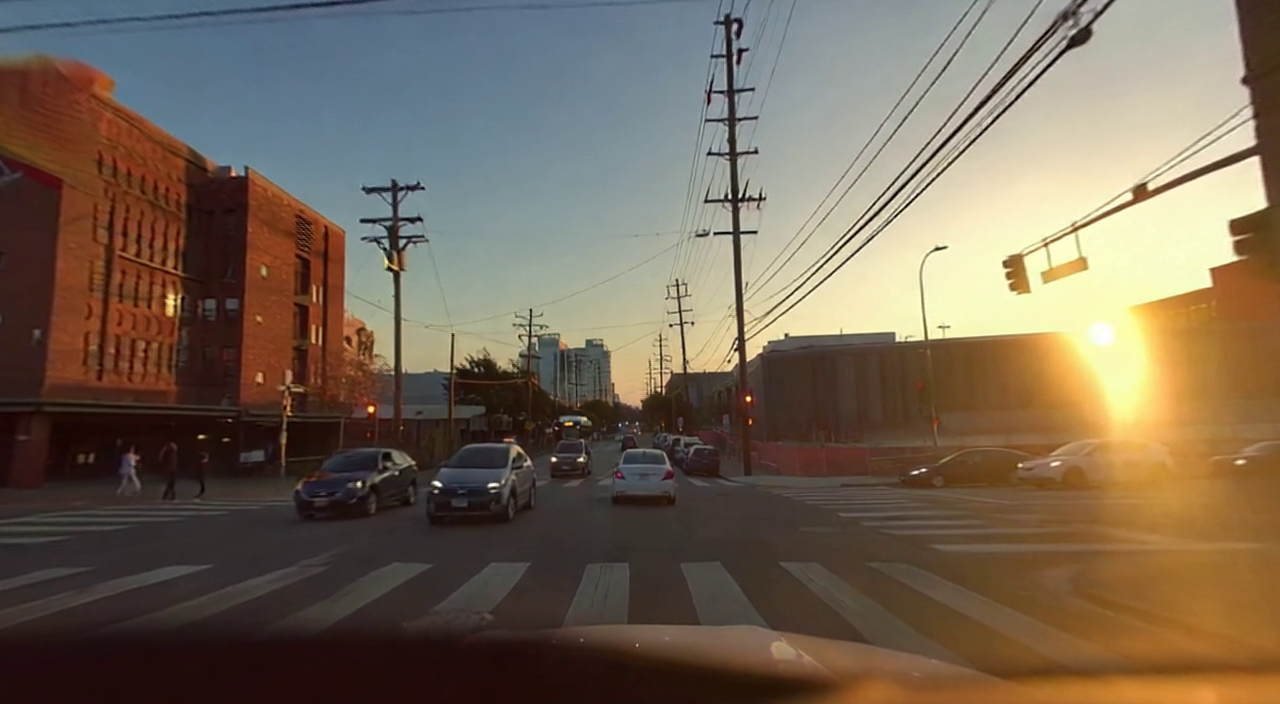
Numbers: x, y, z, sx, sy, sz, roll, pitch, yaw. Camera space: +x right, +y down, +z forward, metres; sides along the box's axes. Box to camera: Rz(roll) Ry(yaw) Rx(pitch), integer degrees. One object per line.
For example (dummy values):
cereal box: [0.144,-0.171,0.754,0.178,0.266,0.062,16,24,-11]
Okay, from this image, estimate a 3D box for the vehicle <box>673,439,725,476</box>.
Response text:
vehicle: [2.987,5.486,32.840,2.171,1.751,4.373,0,-10,-1]

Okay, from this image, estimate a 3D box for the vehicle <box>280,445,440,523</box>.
vehicle: [-7.062,3.350,16.707,1.892,1.706,5.224,0,-9,-1]

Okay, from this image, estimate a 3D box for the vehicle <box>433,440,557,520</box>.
vehicle: [-3.349,3.037,15.451,2.055,1.660,3.954,0,-9,0]

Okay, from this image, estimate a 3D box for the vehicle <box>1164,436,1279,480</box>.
vehicle: [23.067,4.034,24.158,4.284,1.551,1.909,0,-9,-1]

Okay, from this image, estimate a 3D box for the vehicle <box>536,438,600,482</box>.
vehicle: [-3.449,5.376,31.693,2.474,1.926,5.823,0,-9,1]

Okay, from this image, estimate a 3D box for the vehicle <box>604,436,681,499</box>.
vehicle: [0.038,3.623,20.106,2.190,1.783,4.048,0,-9,-1]

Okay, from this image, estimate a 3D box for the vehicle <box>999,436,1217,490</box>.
vehicle: [14.247,3.399,19.484,5.045,1.527,2.107,0,-9,-1]

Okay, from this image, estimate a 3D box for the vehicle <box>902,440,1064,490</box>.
vehicle: [12.136,4.021,22.599,4.576,1.650,1.980,-1,-9,2]
